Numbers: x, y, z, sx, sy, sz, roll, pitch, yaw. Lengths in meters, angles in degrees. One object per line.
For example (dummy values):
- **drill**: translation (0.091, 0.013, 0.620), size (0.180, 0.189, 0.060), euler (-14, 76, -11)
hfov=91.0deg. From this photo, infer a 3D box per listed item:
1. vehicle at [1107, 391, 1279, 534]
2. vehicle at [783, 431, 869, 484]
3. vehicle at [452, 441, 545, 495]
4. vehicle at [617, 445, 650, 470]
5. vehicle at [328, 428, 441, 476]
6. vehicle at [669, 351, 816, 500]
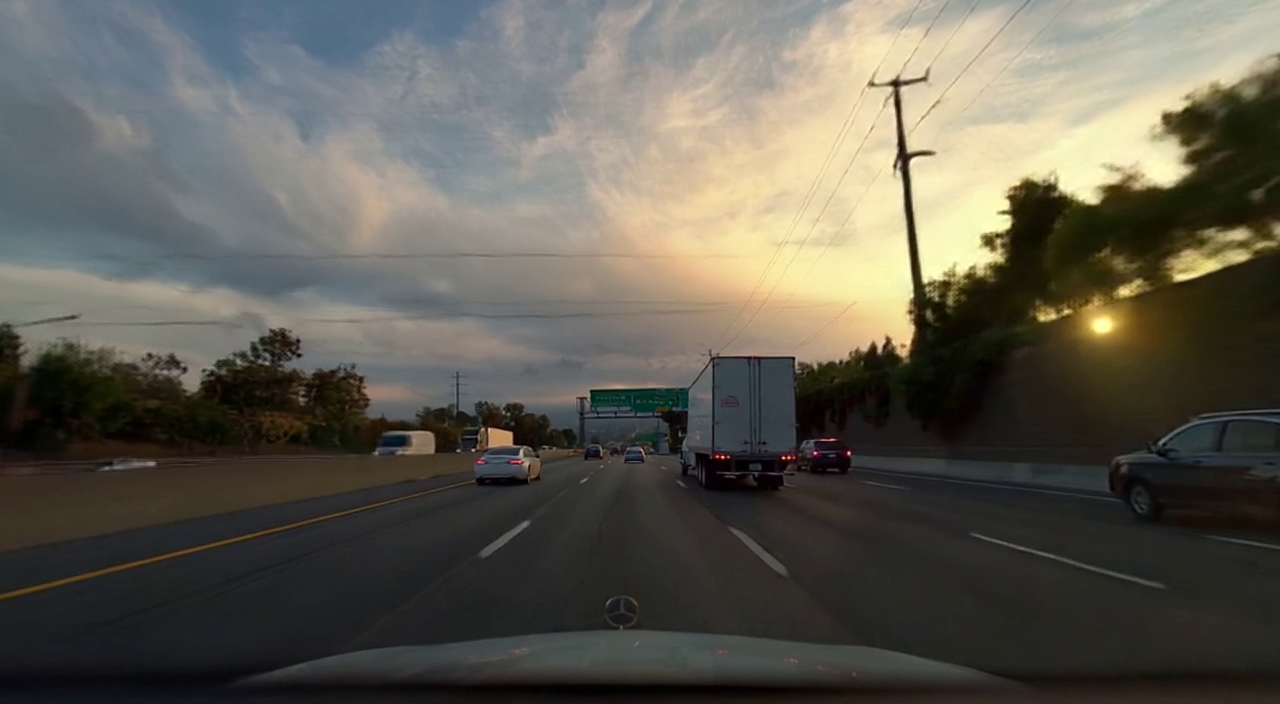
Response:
- **vehicle**: translation (10.861, 1.711, 9.814), size (2.420, 2.141, 5.994), euler (0, -8, -2)
- **vehicle**: translation (7.506, 4.294, 25.954), size (2.079, 1.938, 4.630), euler (0, -8, 0)
- **vehicle**: translation (-4.279, 3.545, 19.642), size (1.968, 1.507, 3.829), euler (0, -8, 1)
- **vehicle**: translation (-0.408, 6.866, 41.185), size (2.047, 1.485, 3.938), euler (0, -8, 0)
- **vehicle**: translation (-11.146, 4.420, 28.146), size (2.558, 1.904, 6.041), euler (0, -8, 0)
- **vehicle**: translation (3.170, 3.180, 25.452), size (2.907, 4.109, 16.177), euler (0, -8, -1)
